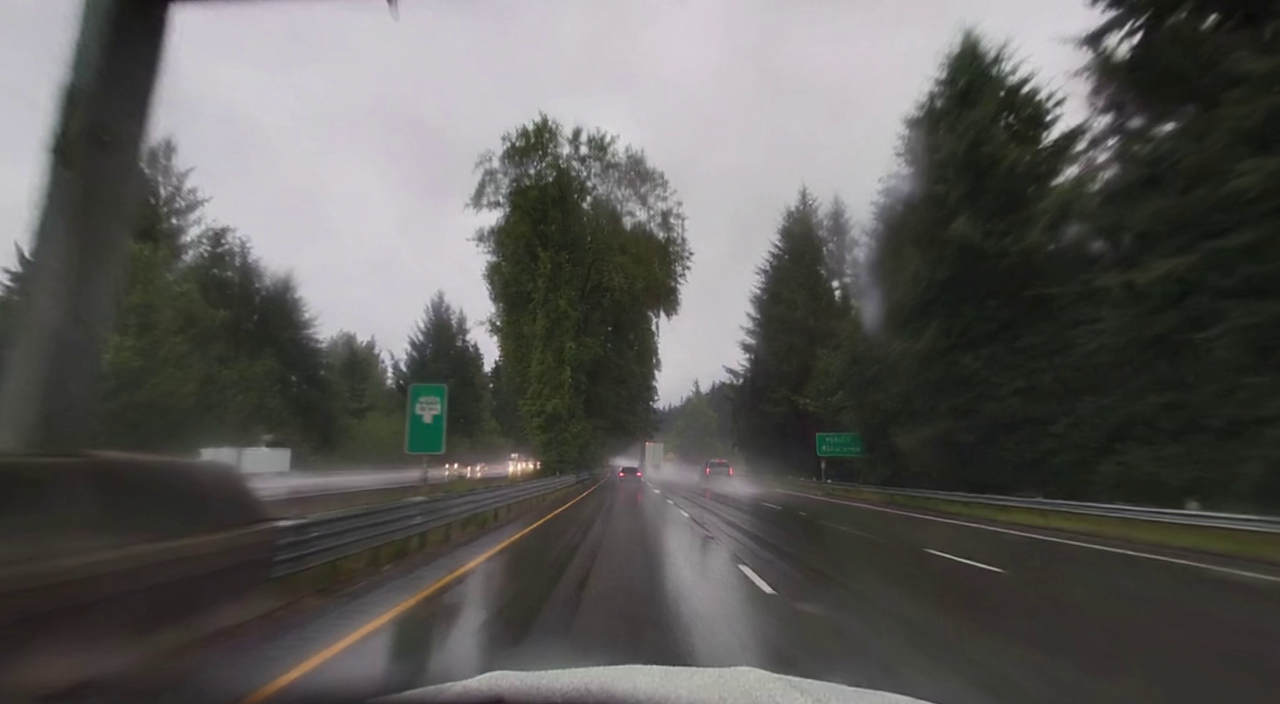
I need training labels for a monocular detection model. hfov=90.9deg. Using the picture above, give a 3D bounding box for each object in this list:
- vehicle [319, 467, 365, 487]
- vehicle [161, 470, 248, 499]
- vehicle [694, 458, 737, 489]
[{"bbox_3d":[-23.087,9.676,48.922,1.727,1.421,3.652,1,-10,0],"label":"vehicle"},{"bbox_3d":[-23.638,7.180,34.402,1.751,1.395,4.139,1,-10,0],"label":"vehicle"},{"bbox_3d":[4.611,7.486,38.912,1.998,1.776,4.663,1,-10,-1],"label":"vehicle"}]
